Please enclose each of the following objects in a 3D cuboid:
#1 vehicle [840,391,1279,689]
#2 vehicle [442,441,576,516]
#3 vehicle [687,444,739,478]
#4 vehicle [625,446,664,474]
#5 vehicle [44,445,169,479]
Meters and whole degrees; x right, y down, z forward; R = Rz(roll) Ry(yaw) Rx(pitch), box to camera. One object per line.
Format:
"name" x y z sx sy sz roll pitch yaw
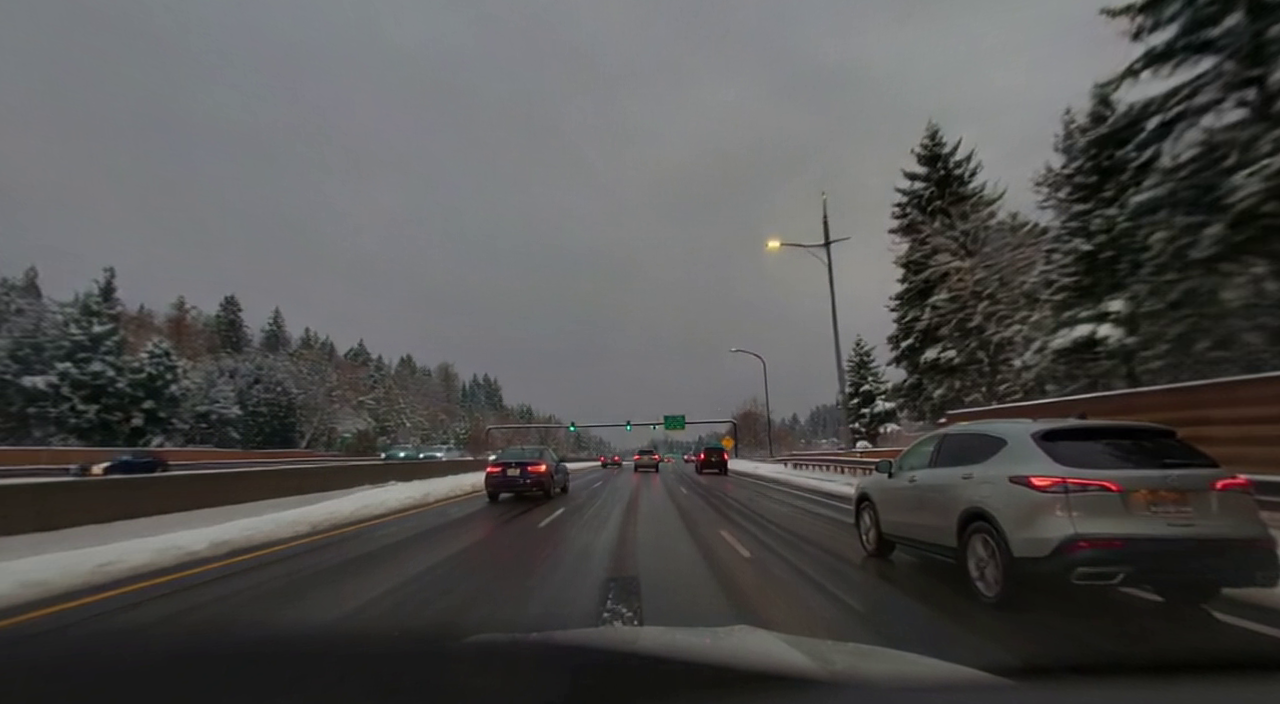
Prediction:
"vehicle" 3.688 1.424 6.012 2.029 1.716 4.545 0 -8 0
"vehicle" -2.939 2.957 15.414 2.130 1.514 4.766 0 -8 2
"vehicle" 3.935 5.941 34.705 2.320 1.735 4.408 0 -8 0
"vehicle" 0.371 6.939 40.871 2.408 1.748 4.217 0 -8 2
"vehicle" -26.597 5.476 31.685 1.828 1.560 4.372 -3 -9 17
